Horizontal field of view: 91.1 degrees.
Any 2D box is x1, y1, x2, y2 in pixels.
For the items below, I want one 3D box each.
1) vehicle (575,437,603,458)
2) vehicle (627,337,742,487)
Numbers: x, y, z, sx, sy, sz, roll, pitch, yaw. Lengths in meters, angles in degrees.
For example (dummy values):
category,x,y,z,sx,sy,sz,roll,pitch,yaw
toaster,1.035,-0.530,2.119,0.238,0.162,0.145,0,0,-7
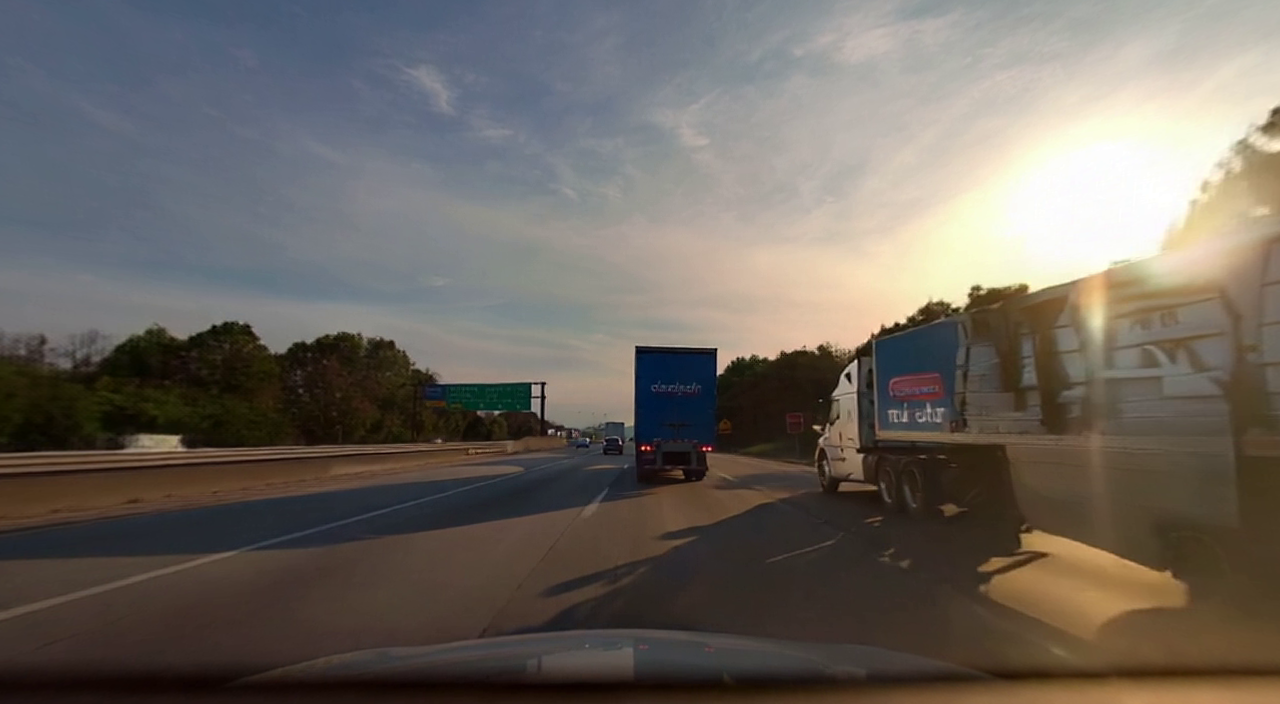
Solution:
category,x,y,z,sx,sy,sz,roll,pitch,yaw
vehicle,-3.909,7.323,48.568,2.075,1.509,3.835,0,-8,-3
vehicle,1.170,2.173,21.161,2.920,3.860,10.035,0,-8,1
